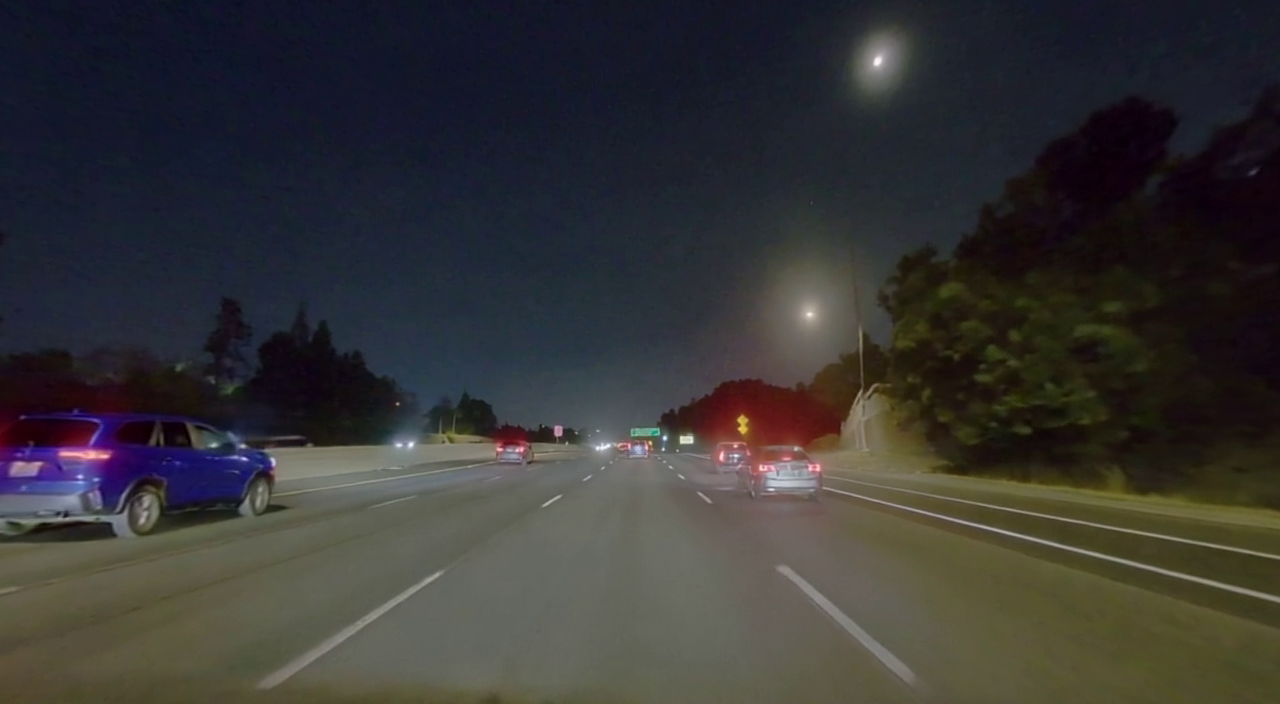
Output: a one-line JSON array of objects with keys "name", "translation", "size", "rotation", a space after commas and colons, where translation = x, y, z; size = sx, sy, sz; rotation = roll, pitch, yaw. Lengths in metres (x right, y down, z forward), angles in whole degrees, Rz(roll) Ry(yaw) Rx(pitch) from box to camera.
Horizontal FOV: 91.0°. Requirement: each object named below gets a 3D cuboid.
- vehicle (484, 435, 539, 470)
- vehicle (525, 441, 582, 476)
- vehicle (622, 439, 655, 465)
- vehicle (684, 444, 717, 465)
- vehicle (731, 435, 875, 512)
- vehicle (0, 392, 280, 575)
[{"name": "vehicle", "translation": [-7.076, 5.595, 35.202], "size": [2.111, 1.811, 4.391], "rotation": [0, -9, 1]}, {"name": "vehicle", "translation": [-4.001, 4.994, 29.699], "size": [2.071, 1.478, 4.130], "rotation": [0, -9, 0]}, {"name": "vehicle", "translation": [-0.115, 6.962, 43.969], "size": [2.158, 1.706, 4.219], "rotation": [0, -9, 0]}, {"name": "vehicle", "translation": [4.318, 7.393, 45.565], "size": [1.944, 1.465, 4.245], "rotation": [0, -9, 0]}, {"name": "vehicle", "translation": [3.561, 2.767, 14.771], "size": [2.141, 1.507, 4.510], "rotation": [0, -9, 0]}, {"name": "vehicle", "translation": [-7.419, 1.683, 8.743], "size": [2.142, 1.849, 4.566], "rotation": [0, -9, -1]}]
